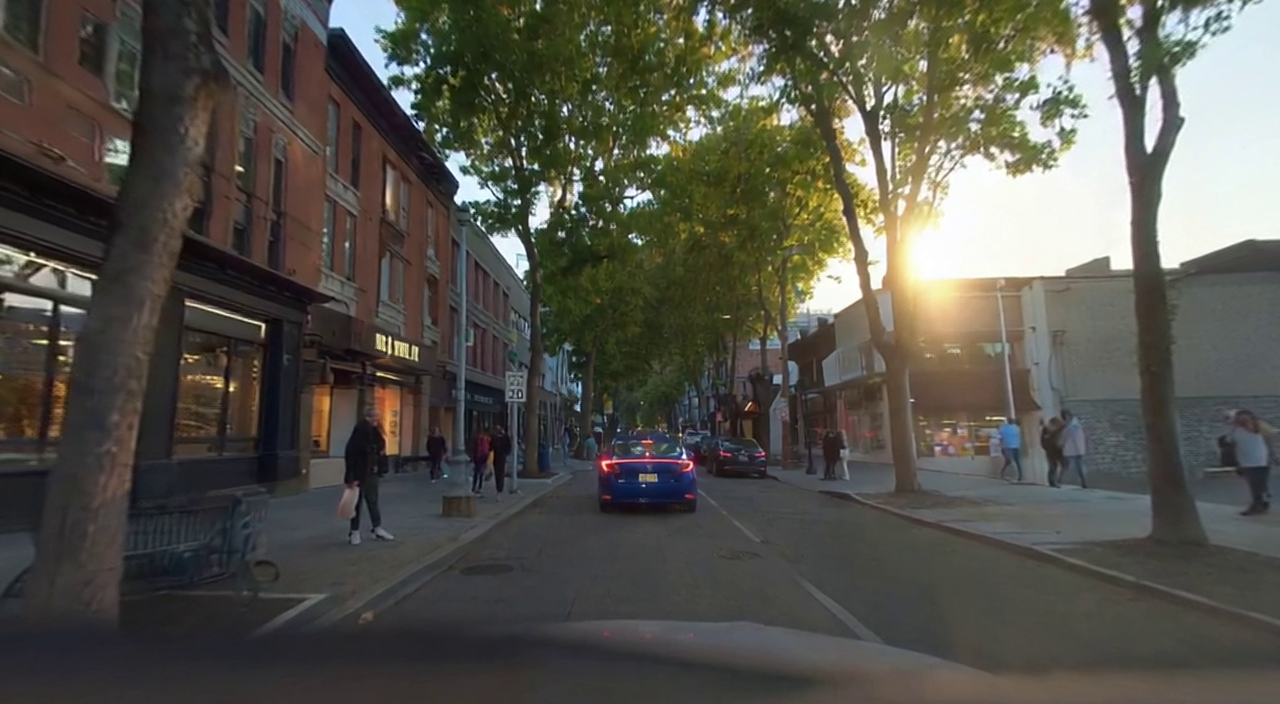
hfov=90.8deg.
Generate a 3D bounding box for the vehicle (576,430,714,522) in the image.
[{"bbox_3d":[0.063,2.341,12.476,2.261,1.474,4.130,0,-8,-1],"label":"vehicle"}]

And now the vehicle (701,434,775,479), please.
[{"bbox_3d":[3.588,3.916,23.958,2.025,1.523,4.426,0,-8,-1],"label":"vehicle"}]
